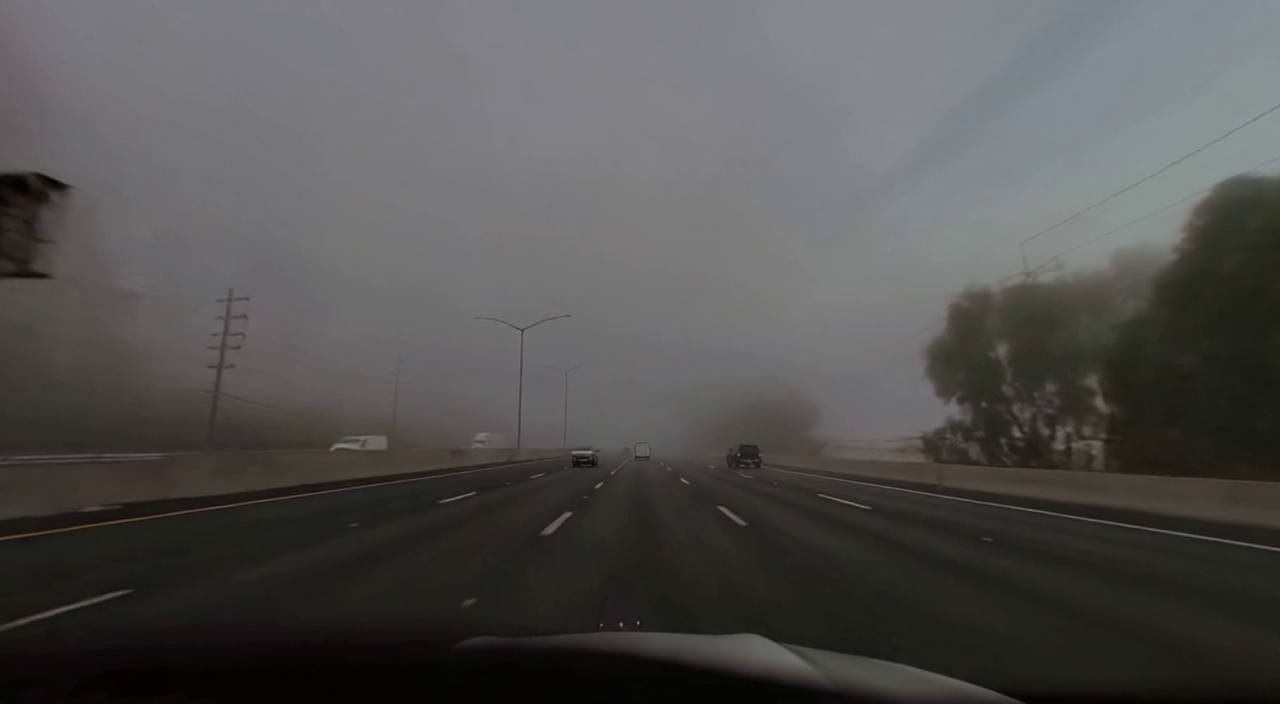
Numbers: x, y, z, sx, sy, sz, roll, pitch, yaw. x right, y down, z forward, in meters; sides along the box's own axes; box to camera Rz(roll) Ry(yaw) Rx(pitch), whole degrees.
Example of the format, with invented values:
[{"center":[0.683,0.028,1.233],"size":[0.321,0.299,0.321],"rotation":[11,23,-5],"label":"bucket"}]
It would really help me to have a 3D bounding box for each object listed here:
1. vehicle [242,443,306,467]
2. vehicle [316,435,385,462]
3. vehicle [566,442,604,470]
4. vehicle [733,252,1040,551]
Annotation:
[{"center":[-24.603,6.936,42.484],"size":[1.938,1.539,3.945],"rotation":[0,-9,0],"label":"vehicle"},{"center":[-21.067,7.046,46.088],"size":[2.206,1.777,5.688],"rotation":[0,-9,2],"label":"vehicle"},{"center":[-3.407,6.546,39.752],"size":[2.000,1.658,4.155],"rotation":[0,-9,0],"label":"vehicle"},{"center":[3.785,1.134,12.115],"size":[3.042,4.037,7.253],"rotation":[0,-9,1],"label":"vehicle"}]
